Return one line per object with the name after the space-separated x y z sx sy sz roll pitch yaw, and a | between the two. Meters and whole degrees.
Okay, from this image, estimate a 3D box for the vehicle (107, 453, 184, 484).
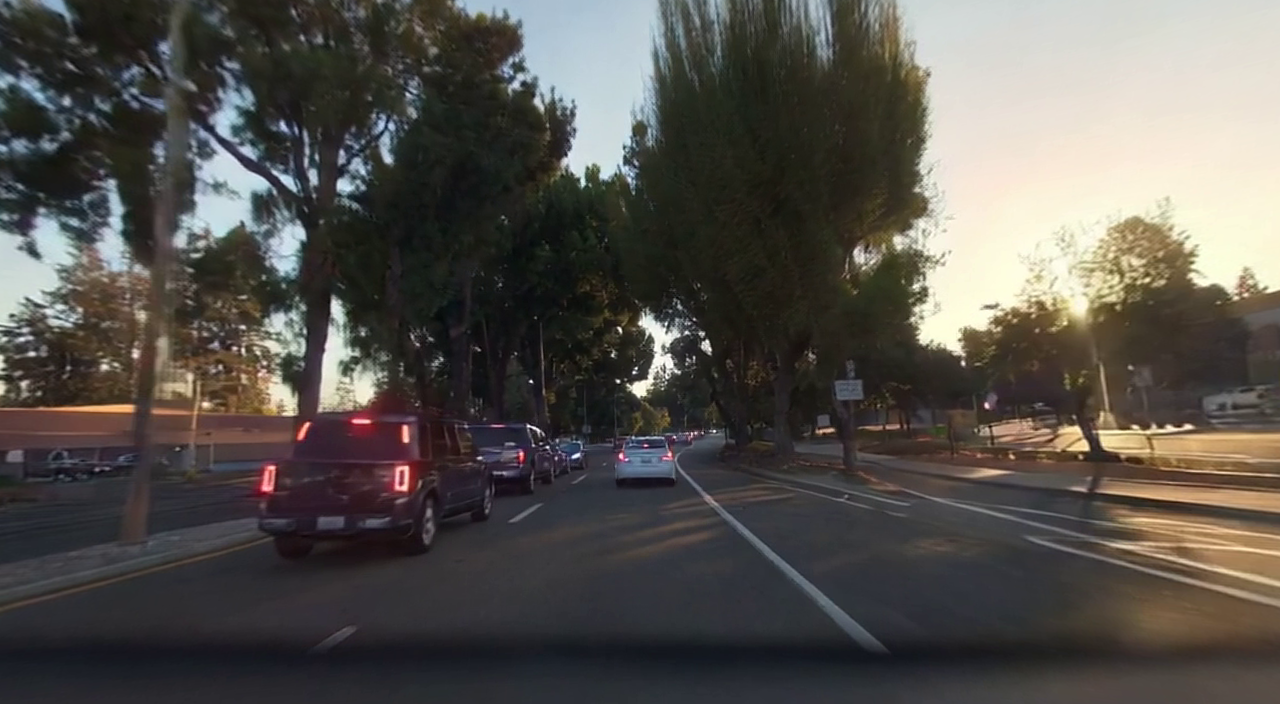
-33.997 7.994 43.617 2.146 1.907 4.954 2 -9 -12 | vehicle

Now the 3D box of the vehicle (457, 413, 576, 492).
-3.389 2.950 18.748 2.301 1.985 5.531 0 -8 1 | vehicle

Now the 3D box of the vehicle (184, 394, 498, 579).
-3.338 1.595 8.225 2.046 1.751 4.208 0 -8 -1 | vehicle

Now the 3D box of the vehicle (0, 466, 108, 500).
-27.610 6.013 29.093 4.300 1.427 1.877 1 -9 -8 | vehicle

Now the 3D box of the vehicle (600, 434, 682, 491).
-0.019 3.168 18.448 2.126 1.475 3.967 0 -8 -1 | vehicle
